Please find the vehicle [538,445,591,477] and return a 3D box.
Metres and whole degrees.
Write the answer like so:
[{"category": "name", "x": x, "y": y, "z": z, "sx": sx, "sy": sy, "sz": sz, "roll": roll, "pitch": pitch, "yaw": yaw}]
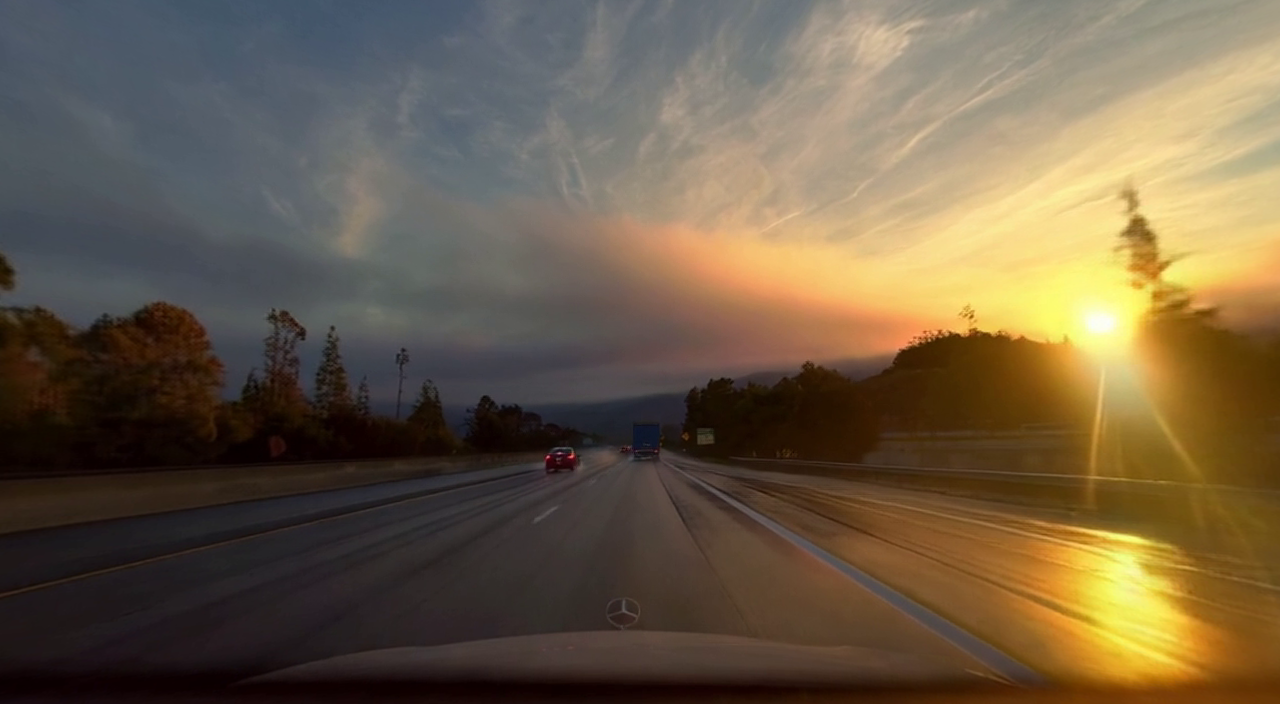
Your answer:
[{"category": "vehicle", "x": -3.824, "y": 5.642, "z": 32.869, "sx": 1.999, "sy": 1.533, "sz": 4.870, "roll": -1, "pitch": -9, "yaw": 2}]
